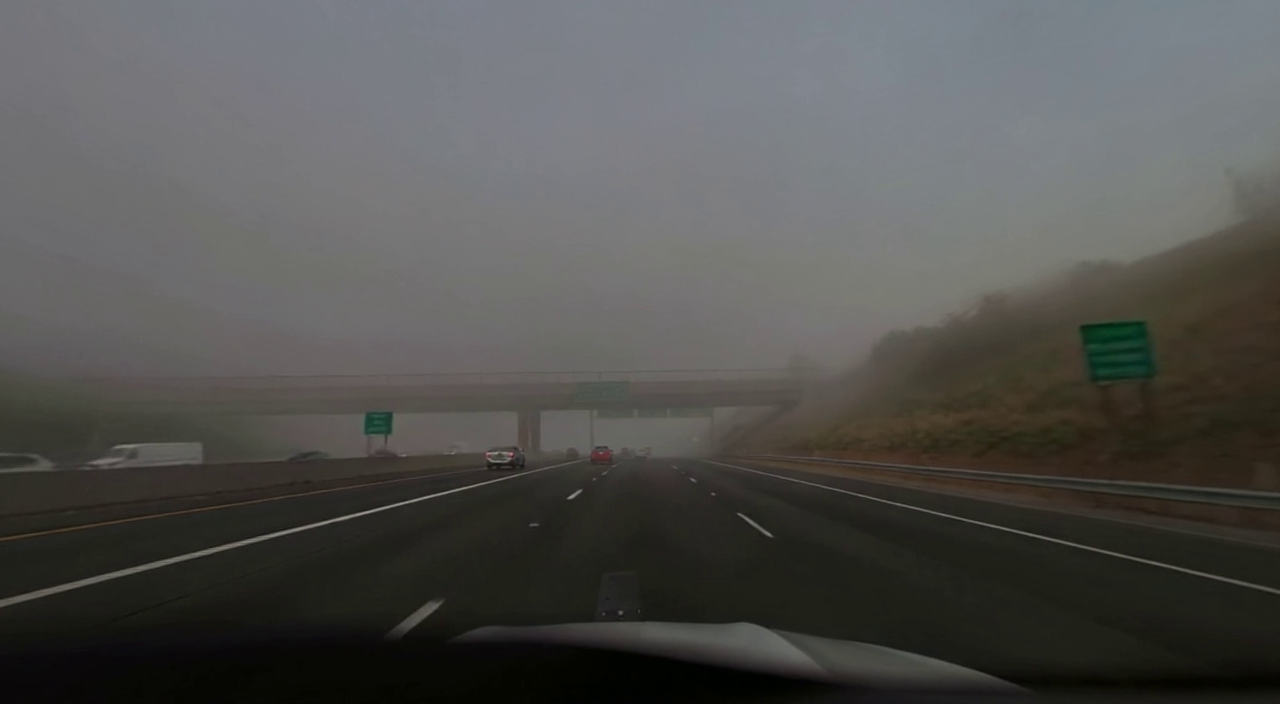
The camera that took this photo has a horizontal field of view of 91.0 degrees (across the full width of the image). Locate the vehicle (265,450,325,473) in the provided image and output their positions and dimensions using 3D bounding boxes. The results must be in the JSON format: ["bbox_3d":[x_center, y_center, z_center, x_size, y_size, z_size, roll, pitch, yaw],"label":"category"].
[{"bbox_3d":[-26.878,8.532,49.256,2.001,1.610,4.667,0,-9,1],"label":"vehicle"}]

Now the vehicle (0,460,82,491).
[{"bbox_3d":[-34.100,6.826,35.035,1.833,1.492,4.588,0,-9,-1],"label":"vehicle"}]

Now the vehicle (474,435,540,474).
[{"bbox_3d":[-7.209,5.633,34.913,2.341,1.959,5.684,0,-9,1],"label":"vehicle"}]

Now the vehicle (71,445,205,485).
[{"bbox_3d":[-26.454,5.927,33.569,2.246,1.917,5.901,0,-9,0],"label":"vehicle"}]
